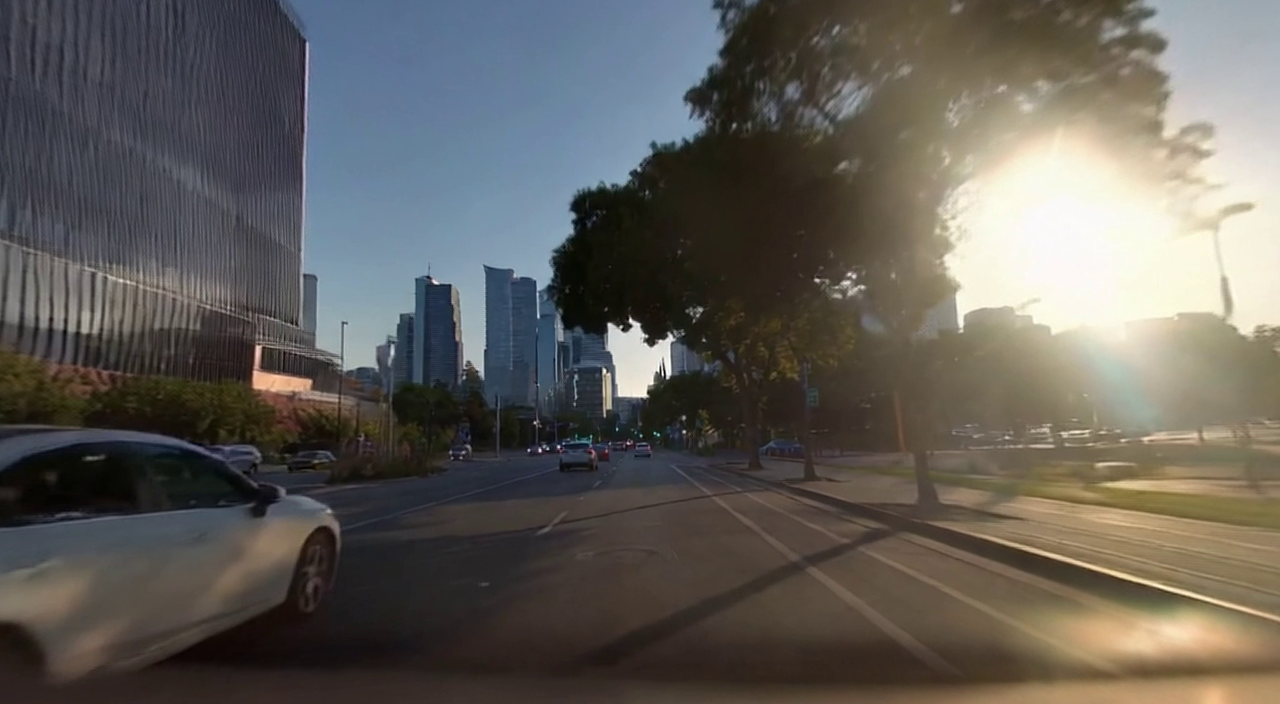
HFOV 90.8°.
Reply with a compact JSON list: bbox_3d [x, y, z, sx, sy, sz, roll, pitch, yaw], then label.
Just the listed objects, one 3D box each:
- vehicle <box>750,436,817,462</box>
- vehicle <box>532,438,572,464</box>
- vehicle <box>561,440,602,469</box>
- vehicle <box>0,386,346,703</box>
[{"bbox_3d":[10.692,7.221,47.213,4.430,1.683,1.966,-3,-7,0],"label":"vehicle"},{"bbox_3d":[-6.442,7.278,46.728,2.224,1.821,4.711,0,-8,1],"label":"vehicle"},{"bbox_3d":[-3.236,5.757,35.630,1.983,1.545,3.773,0,-8,0],"label":"vehicle"},{"bbox_3d":[-3.345,0.958,2.822,2.040,1.497,4.193,0,-8,0],"label":"vehicle"}]
